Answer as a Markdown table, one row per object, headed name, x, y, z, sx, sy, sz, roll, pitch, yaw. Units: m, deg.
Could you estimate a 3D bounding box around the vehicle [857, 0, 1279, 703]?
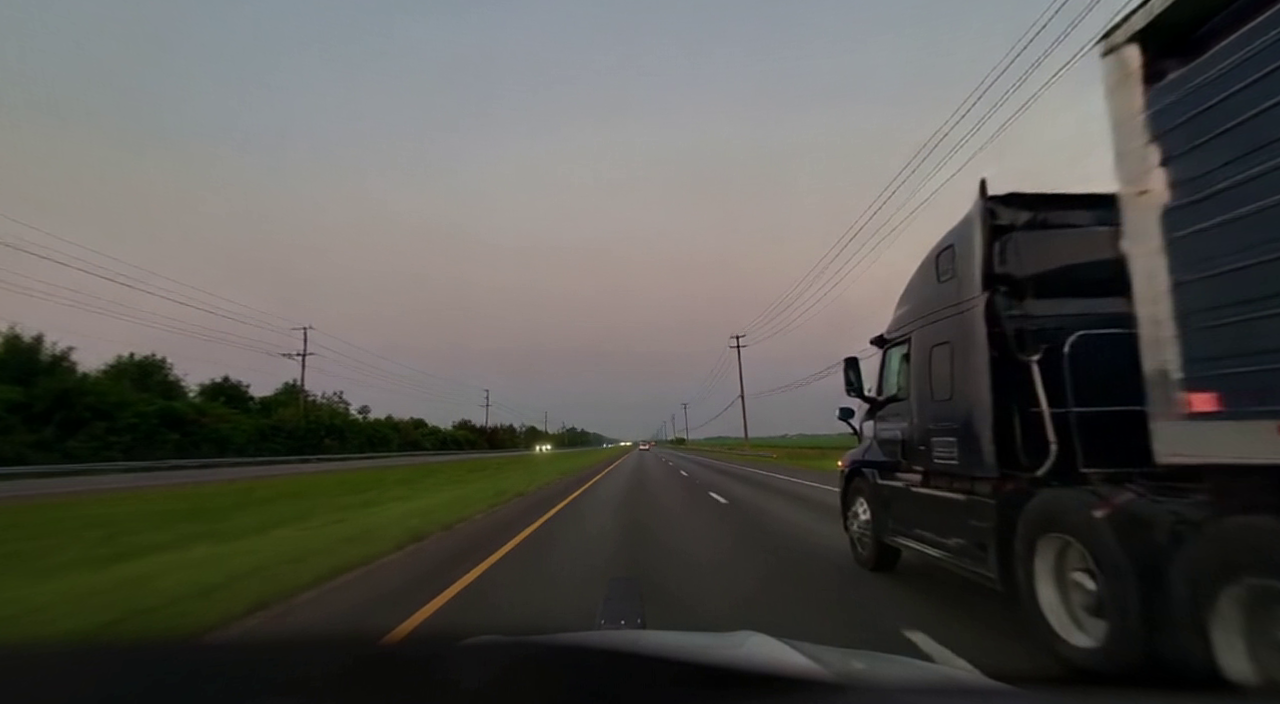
| name | x | y | z | sx | sy | sz | roll | pitch | yaw |
| --- | --- | --- | --- | --- | --- | --- | --- | --- | --- |
| vehicle | 3.955 | -0.116 | 2.510 | 3.031 | 3.879 | 8.478 | 0 | -8 | 0 |
